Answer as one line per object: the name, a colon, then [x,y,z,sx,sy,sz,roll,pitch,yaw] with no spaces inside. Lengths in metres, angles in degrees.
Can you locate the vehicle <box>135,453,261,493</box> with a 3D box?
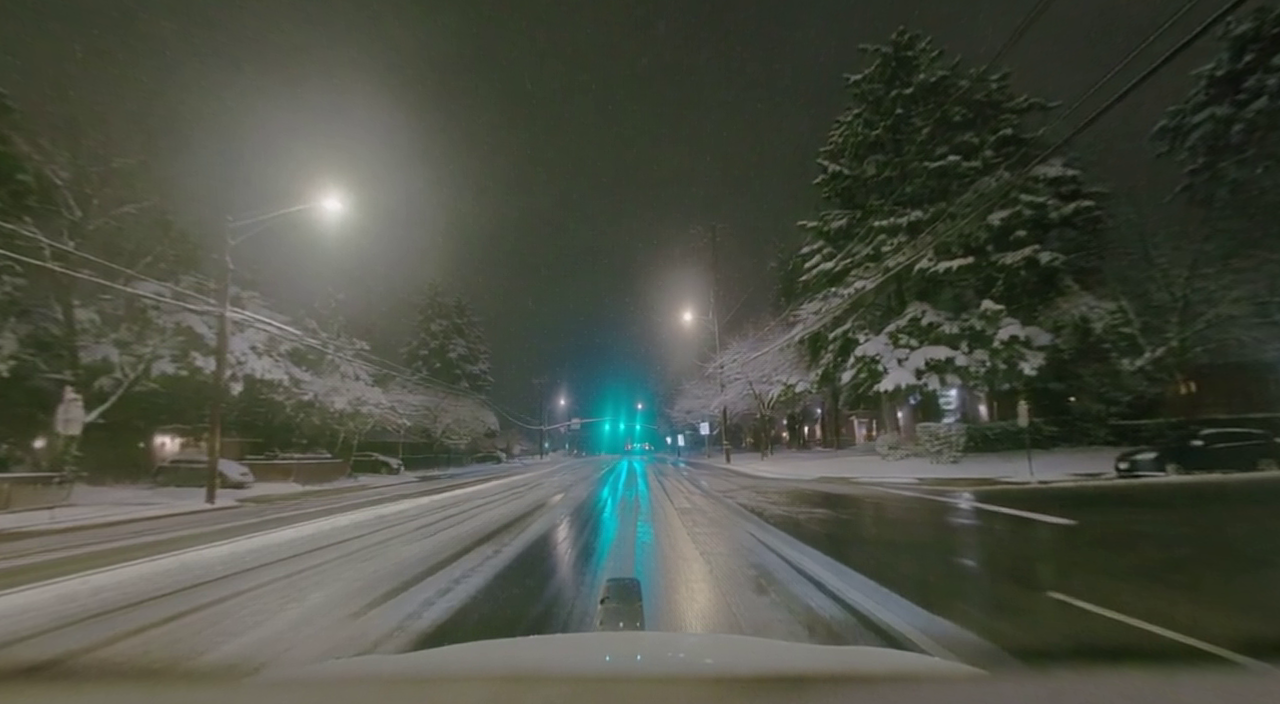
vehicle: [-20.229,5.518,29.054,4.171,1.728,2.069,0,-9,1]

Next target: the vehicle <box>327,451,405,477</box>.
vehicle: [-20.390,8.340,47.118,4.761,1.812,2.206,0,-9,-1]

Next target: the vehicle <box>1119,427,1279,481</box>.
vehicle: [19.533,3.400,21.243,5.172,1.468,1.964,-4,-11,-1]
